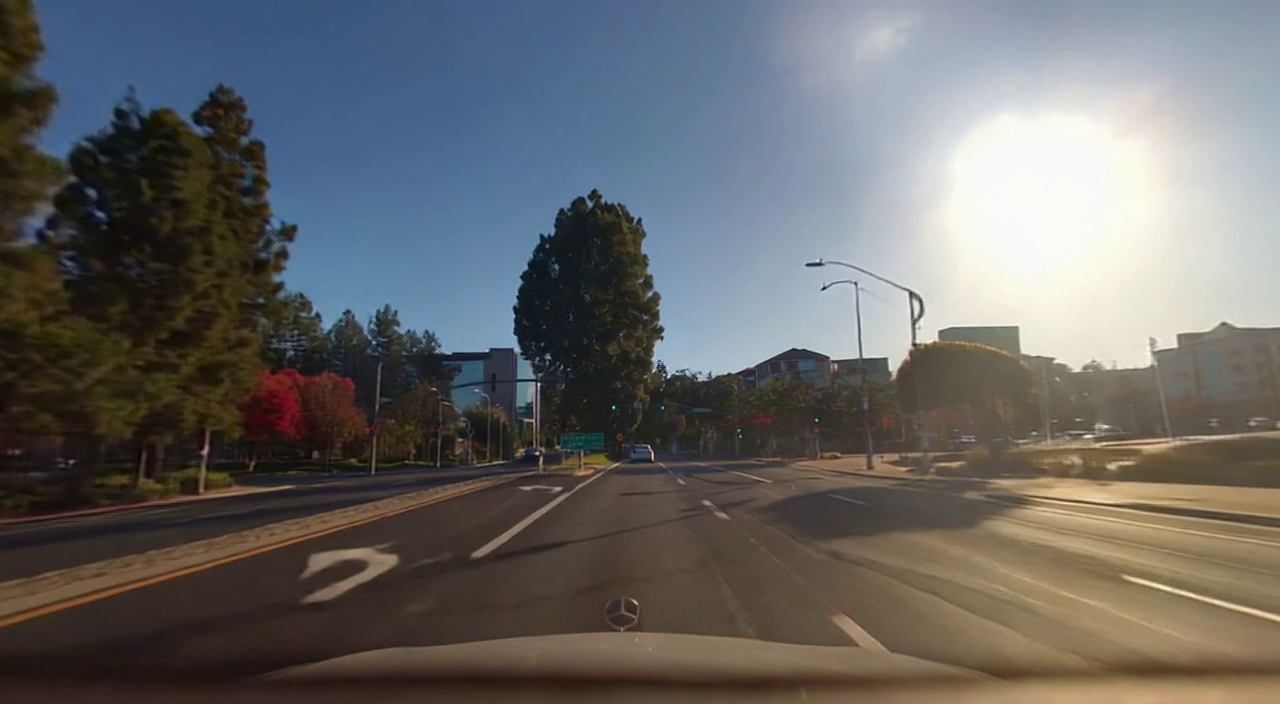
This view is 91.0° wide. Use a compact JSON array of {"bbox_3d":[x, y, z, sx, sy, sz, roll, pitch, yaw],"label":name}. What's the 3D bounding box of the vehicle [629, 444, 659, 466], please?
[{"bbox_3d":[0.312,7.405,45.262,2.064,1.477,3.968,0,-8,1],"label":"vehicle"}]
